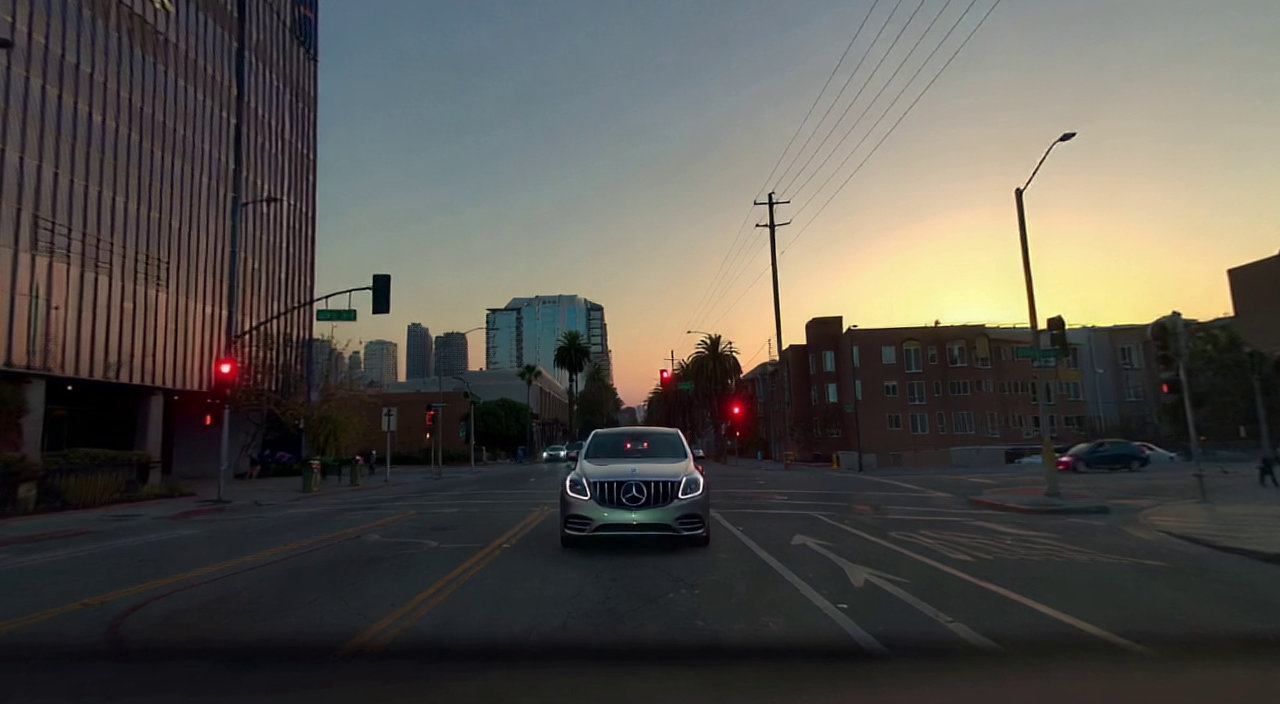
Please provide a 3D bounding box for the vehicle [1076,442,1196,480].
[{"bbox_3d":[22.154,4.839,28.258,4.118,1.593,2.004,2,-9,-14],"label":"vehicle"}]

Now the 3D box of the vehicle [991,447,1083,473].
[{"bbox_3d":[24.227,6.591,38.682,4.417,1.462,1.761,0,-8,-1],"label":"vehicle"}]

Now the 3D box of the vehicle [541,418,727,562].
[{"bbox_3d":[-0.073,1.874,9.238,2.144,1.643,3.770,0,-8,0],"label":"vehicle"}]
